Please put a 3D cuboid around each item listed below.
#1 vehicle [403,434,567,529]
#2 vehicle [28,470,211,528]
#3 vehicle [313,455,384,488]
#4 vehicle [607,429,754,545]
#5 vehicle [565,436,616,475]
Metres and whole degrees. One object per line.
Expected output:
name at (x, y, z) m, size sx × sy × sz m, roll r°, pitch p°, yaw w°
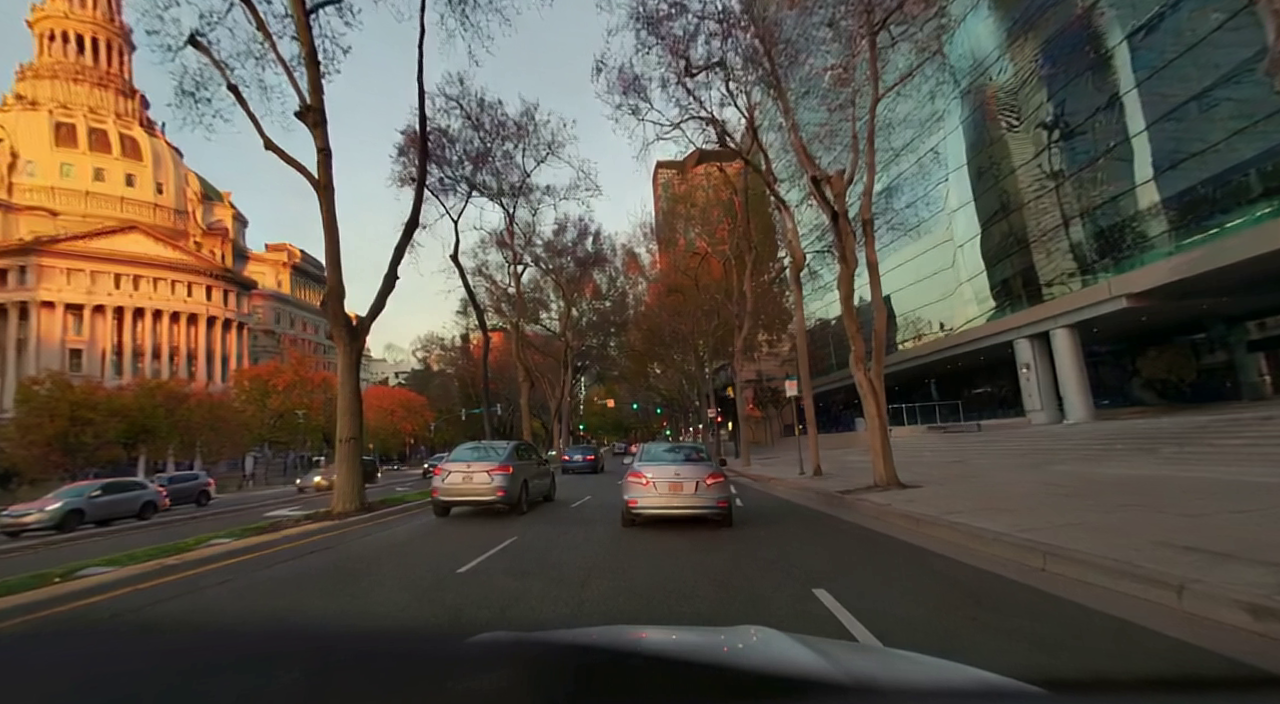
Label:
vehicle at (-2.763, 2.422, 12.385) m, size 1.961 × 1.517 × 4.202 m, roll 0°, pitch -9°, yaw 3°
vehicle at (-17.003, 4.799, 21.011) m, size 2.092 × 1.522 × 4.624 m, roll 0°, pitch -9°, yaw 1°
vehicle at (-16.928, 6.934, 36.900) m, size 2.075 × 1.700 × 4.405 m, roll 0°, pitch -9°, yaw 0°
vehicle at (0.612, 2.074, 10.301) m, size 1.933 × 1.504 × 3.802 m, roll 0°, pitch -9°, yaw 3°
vehicle at (-2.350, 5.018, 30.827) m, size 1.969 × 1.764 × 4.160 m, roll 0°, pitch -9°, yaw 3°
